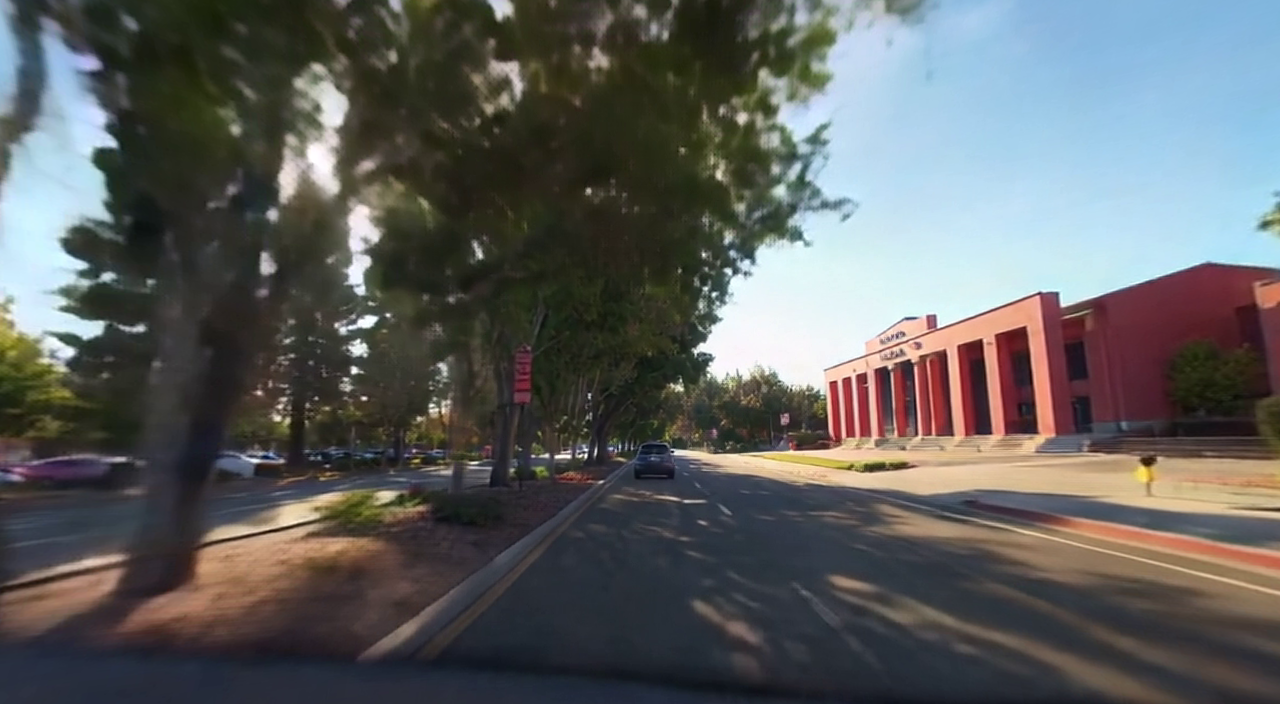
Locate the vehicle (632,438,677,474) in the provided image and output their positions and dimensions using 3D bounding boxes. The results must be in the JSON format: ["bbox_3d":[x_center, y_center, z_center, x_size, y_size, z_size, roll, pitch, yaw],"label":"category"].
[{"bbox_3d":[0.751,5.293,32.481,2.123,1.703,4.292,0,-8,1],"label":"vehicle"}]
